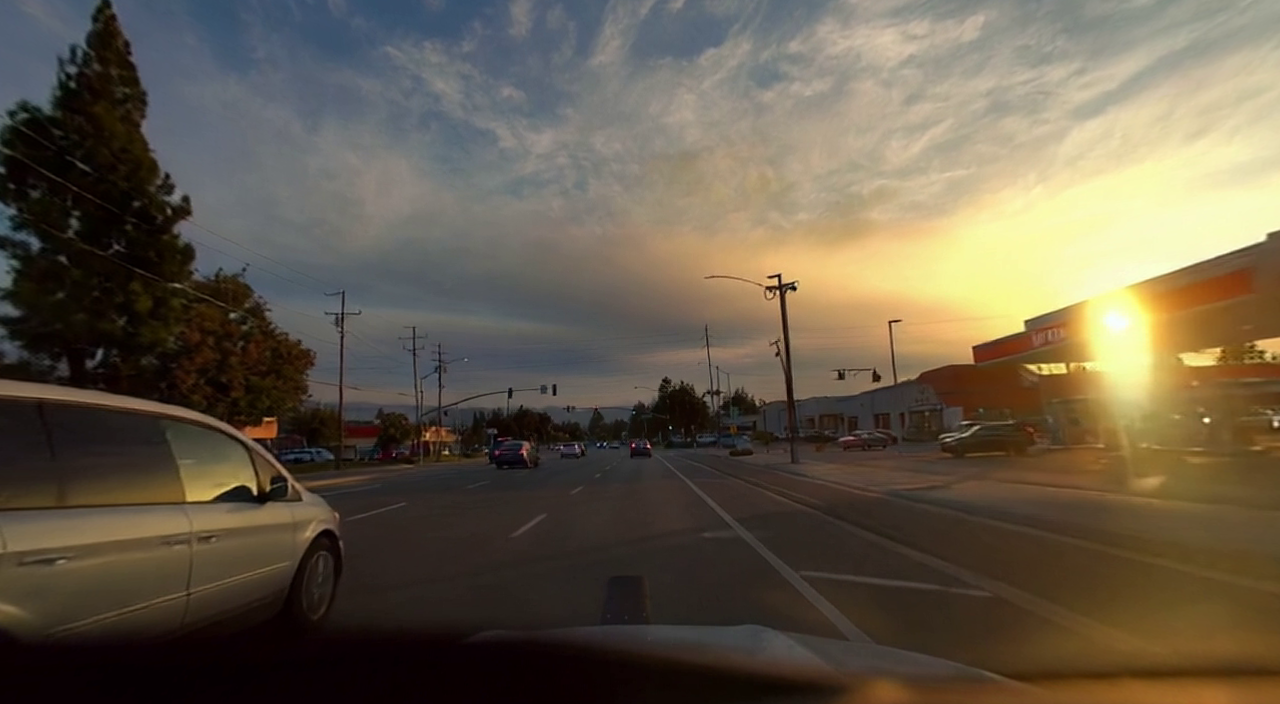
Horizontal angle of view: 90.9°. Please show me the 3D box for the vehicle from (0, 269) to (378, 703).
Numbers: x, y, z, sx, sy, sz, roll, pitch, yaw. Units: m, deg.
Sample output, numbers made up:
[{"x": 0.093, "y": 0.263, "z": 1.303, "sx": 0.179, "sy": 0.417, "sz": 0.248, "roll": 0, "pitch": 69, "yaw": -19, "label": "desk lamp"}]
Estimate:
[{"x": -3.190, "y": 0.751, "z": 2.648, "sx": 2.190, "sy": 1.844, "sz": 4.751, "roll": 0, "pitch": -8, "yaw": -1, "label": "vehicle"}]

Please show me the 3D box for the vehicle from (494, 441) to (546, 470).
[{"x": -6.498, "y": 5.637, "z": 34.554, "sx": 1.960, "sy": 1.468, "sz": 4.345, "roll": 0, "pitch": -8, "yaw": 1, "label": "vehicle"}]

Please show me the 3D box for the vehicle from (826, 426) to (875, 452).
[{"x": 16.186, "y": 6.738, "z": 48.650, "sx": 2.116, "sy": 1.849, "sz": 4.806, "roll": 0, "pitch": -8, "yaw": 0, "label": "vehicle"}]

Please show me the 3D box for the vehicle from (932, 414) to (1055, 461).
[{"x": 16.125, "y": 3.986, "z": 29.264, "sx": 2.178, "sy": 1.911, "sz": 5.852, "roll": -1, "pitch": -8, "yaw": -2, "label": "vehicle"}]
